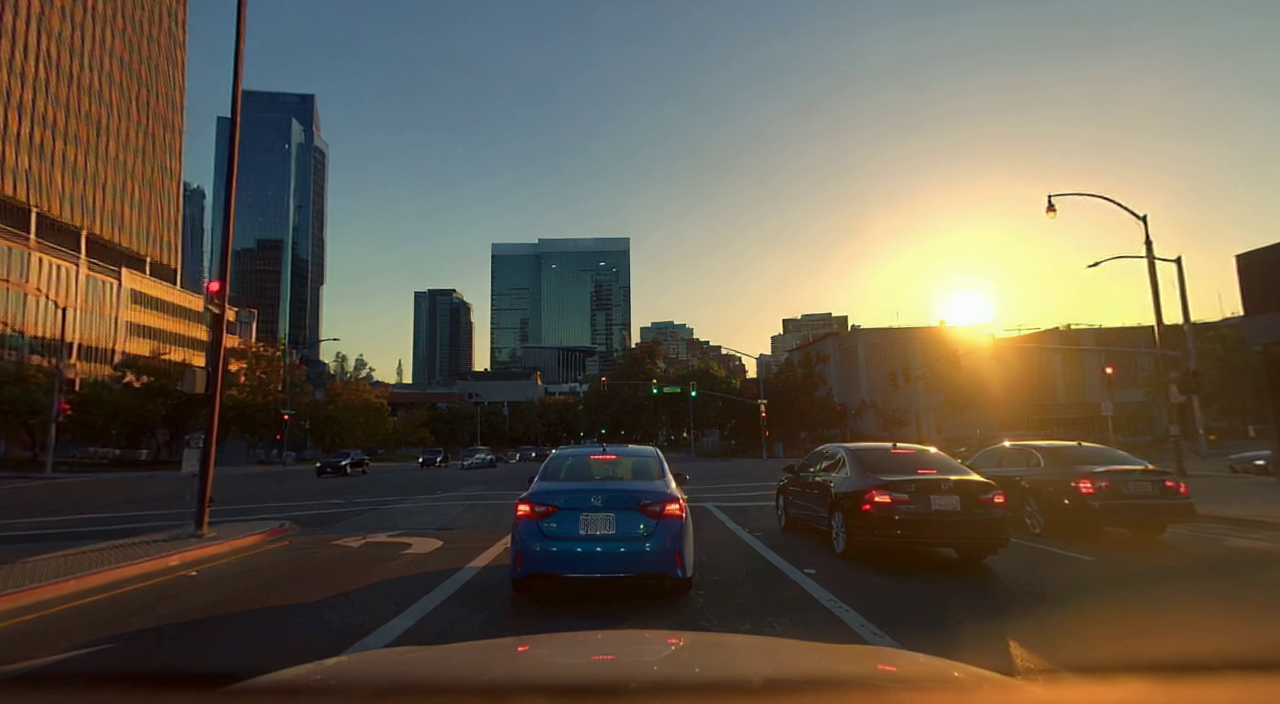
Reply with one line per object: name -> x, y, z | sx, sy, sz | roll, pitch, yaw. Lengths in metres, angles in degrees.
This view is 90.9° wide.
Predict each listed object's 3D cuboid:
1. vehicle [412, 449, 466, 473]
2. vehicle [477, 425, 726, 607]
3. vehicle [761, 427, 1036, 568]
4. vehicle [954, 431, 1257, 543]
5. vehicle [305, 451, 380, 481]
vehicle -> -13.033, 7.079, 41.176 | 2.049, 1.483, 4.407 | 0, -8, 0
vehicle -> -0.363, 1.653, 7.290 | 2.059, 1.477, 3.988 | 0, -8, -1
vehicle -> 3.221, 1.887, 8.971 | 2.042, 1.508, 4.109 | 0, -8, -2
vehicle -> 7.450, 2.163, 10.786 | 1.908, 1.517, 4.182 | 0, -8, -1
vehicle -> -16.653, 6.383, 35.555 | 2.048, 1.463, 4.530 | 0, -8, -1
